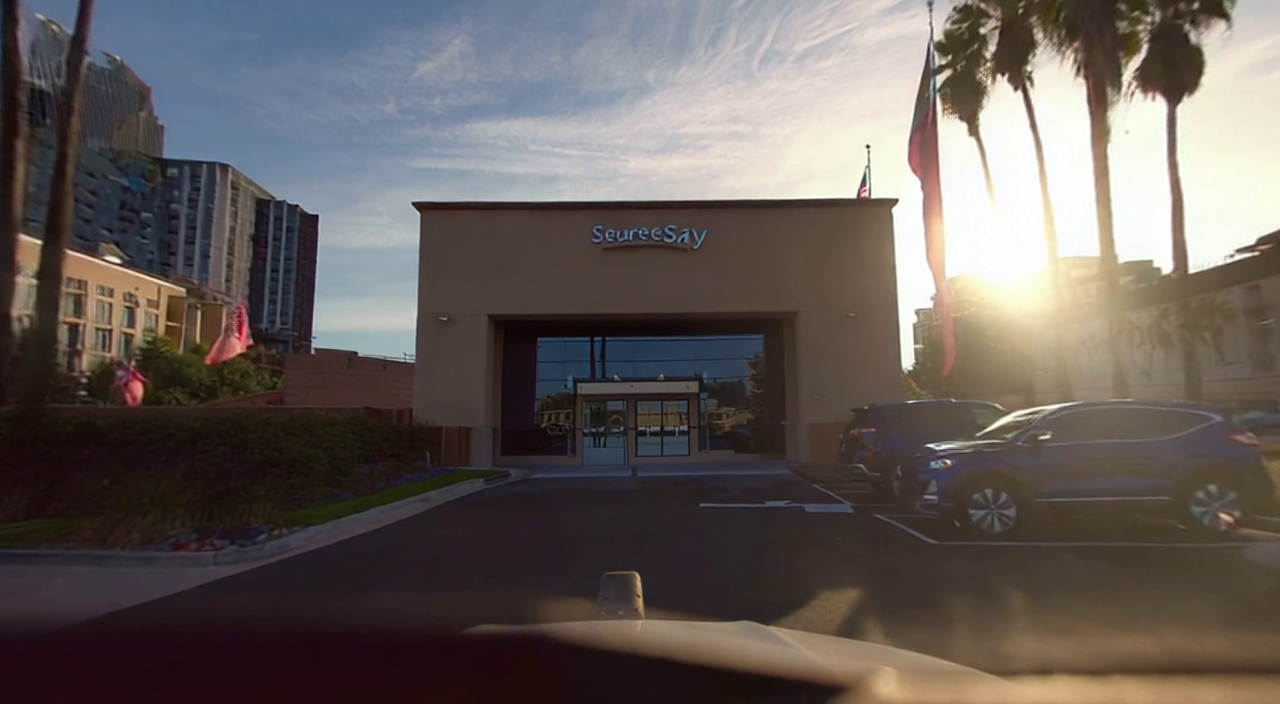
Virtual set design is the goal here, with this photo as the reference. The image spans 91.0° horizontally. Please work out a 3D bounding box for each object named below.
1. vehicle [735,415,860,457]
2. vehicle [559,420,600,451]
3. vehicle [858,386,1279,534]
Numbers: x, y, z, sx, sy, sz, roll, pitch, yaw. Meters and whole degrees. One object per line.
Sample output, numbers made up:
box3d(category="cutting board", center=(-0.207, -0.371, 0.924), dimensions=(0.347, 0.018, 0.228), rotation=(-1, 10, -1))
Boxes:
box3d(category="vehicle", center=(6.957, 3.801, 28.426), dimensions=(5.254, 1.793, 1.998), rotation=(-1, -8, 8))
box3d(category="vehicle", center=(-4.039, 5.644, 42.870), dimensions=(1.943, 1.890, 4.472), rotation=(2, -5, 5))
box3d(category="vehicle", center=(5.572, 1.415, 8.472), dimensions=(4.567, 1.723, 1.926), rotation=(-1, -8, 4))
